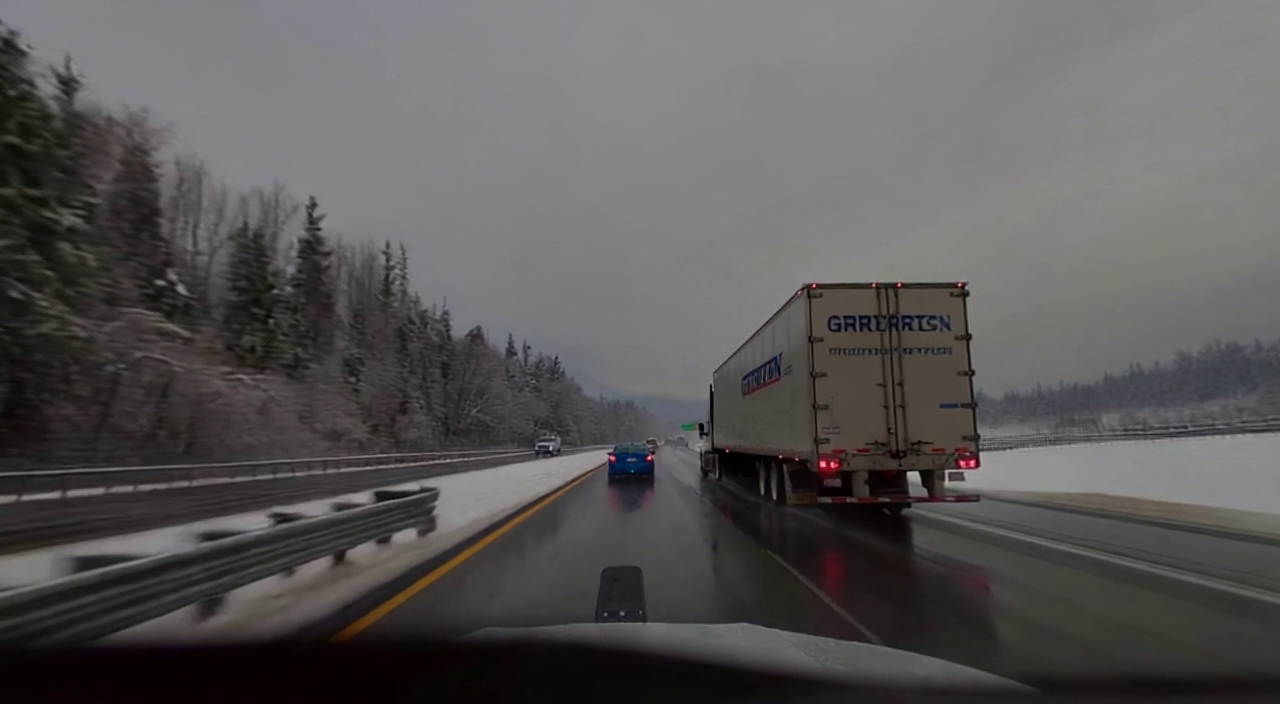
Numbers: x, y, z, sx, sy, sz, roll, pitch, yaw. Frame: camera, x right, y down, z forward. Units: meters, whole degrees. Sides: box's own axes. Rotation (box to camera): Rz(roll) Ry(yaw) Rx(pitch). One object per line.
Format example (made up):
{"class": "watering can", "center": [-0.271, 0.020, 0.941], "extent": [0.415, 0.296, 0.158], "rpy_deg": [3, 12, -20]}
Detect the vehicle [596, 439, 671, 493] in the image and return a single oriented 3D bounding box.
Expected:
{"class": "vehicle", "center": [-0.180, 3.481, 19.522], "extent": [2.074, 1.475, 3.960], "rpy_deg": [0, -9, 0]}

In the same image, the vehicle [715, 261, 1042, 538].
{"class": "vehicle", "center": [4.273, 1.756, 16.410], "extent": [2.909, 4.074, 14.457], "rpy_deg": [0, -9, 0]}
